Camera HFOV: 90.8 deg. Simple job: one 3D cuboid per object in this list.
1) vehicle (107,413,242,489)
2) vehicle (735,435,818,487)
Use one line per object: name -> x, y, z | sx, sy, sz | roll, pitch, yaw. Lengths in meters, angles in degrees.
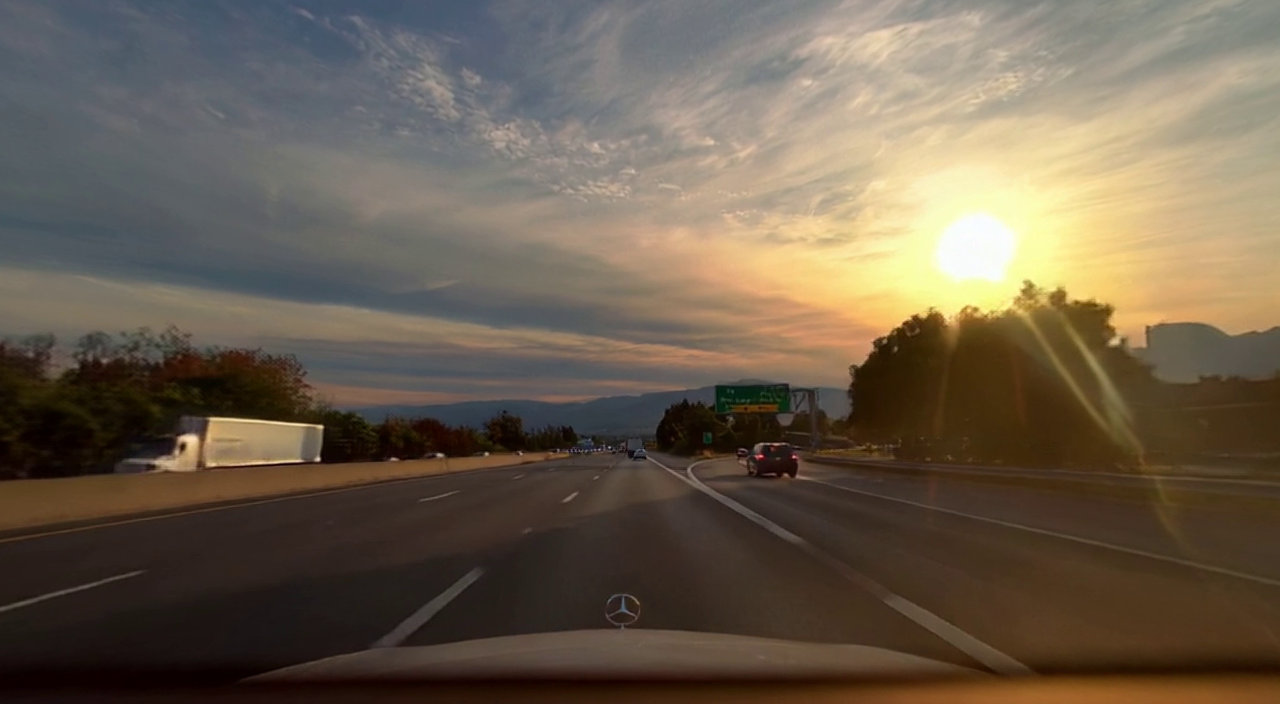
vehicle -> -25.868, 5.541, 35.529 | 2.936, 3.873, 5.895 | 0, -9, -1
vehicle -> 4.942, 4.025, 23.548 | 2.096, 1.712, 4.697 | 0, -9, 1
